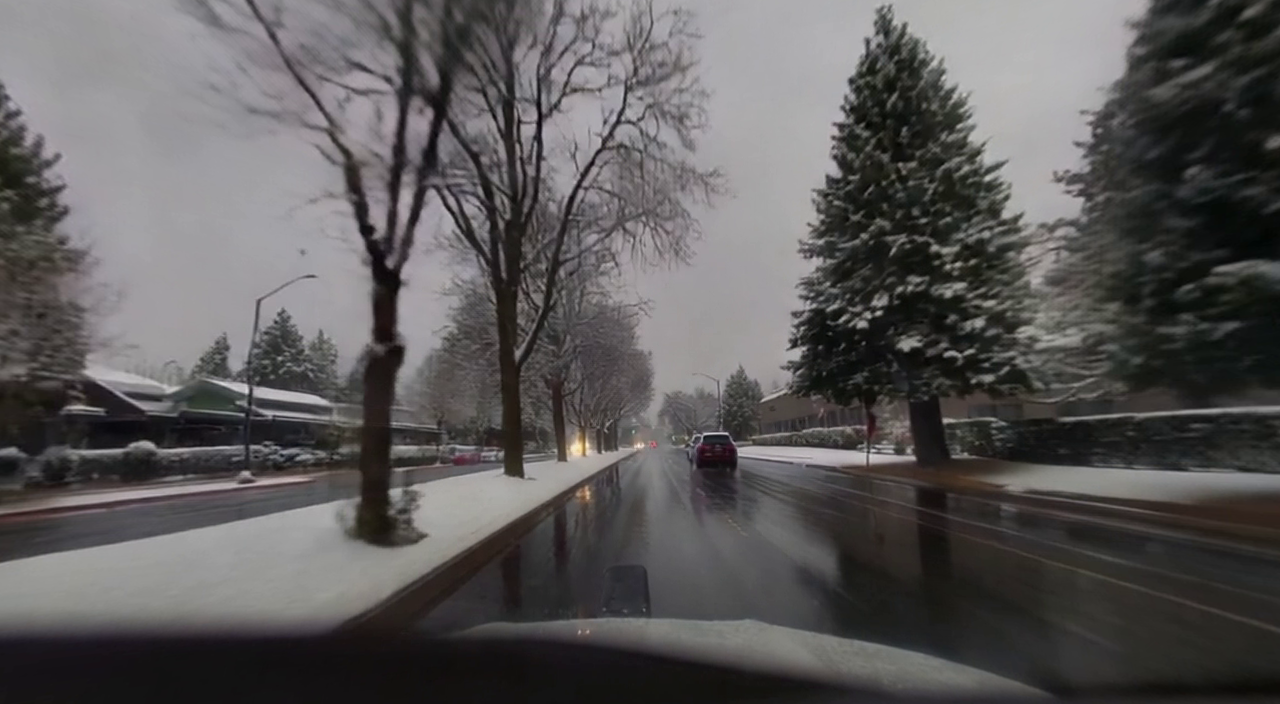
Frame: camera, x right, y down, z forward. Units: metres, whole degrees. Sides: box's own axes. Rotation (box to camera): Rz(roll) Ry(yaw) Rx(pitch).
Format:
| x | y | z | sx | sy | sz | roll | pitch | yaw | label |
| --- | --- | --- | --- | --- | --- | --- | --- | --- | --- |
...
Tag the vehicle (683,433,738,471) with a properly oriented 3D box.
| x | y | z | sx | sy | sz | roll | pitch | yaw | label |
| --- | --- | --- | --- | --- | --- | --- | --- | --- | --- |
| 3.464 | 5.001 | 31.724 | 2.143 | 1.759 | 4.378 | 0 | -8 | -1 | vehicle |
